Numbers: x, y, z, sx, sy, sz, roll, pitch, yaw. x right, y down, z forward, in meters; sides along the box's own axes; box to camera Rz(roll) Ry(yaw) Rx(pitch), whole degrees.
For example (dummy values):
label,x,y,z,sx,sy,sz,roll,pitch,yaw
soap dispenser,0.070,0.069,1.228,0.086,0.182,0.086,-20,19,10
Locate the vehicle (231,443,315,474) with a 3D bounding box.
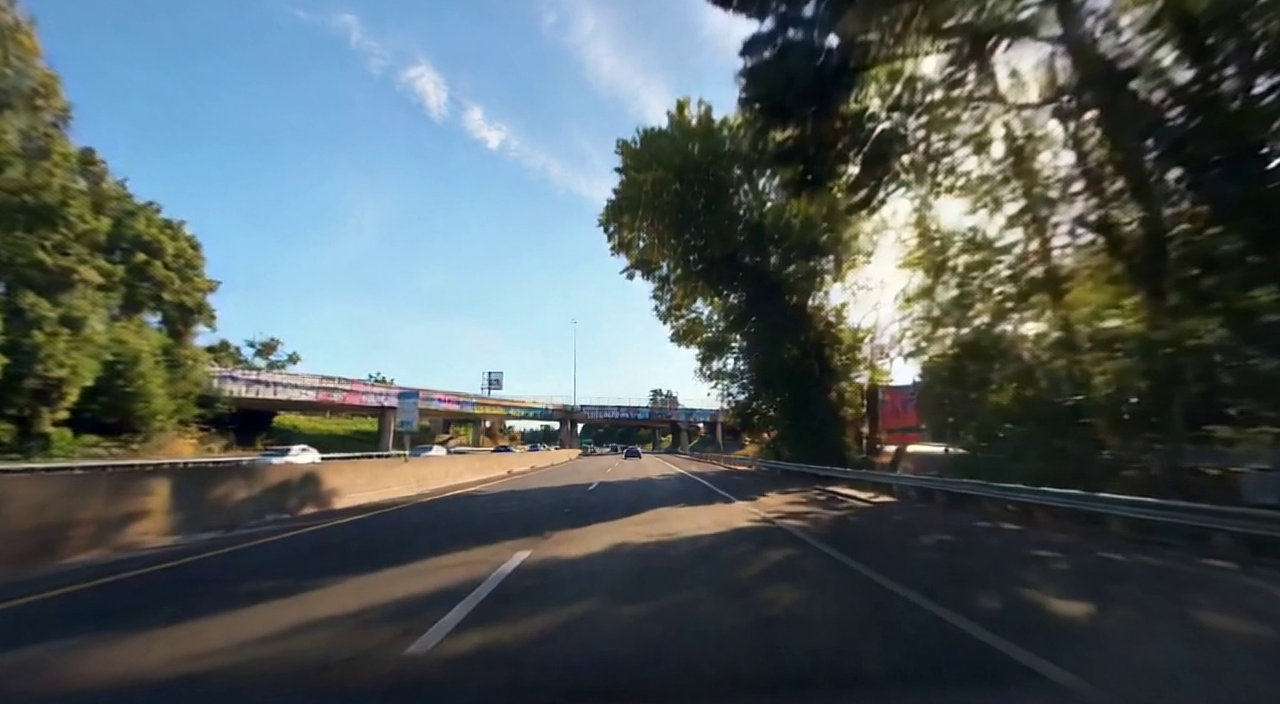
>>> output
label,x,y,z,sx,sy,sz,roll,pitch,yaw
vehicle,-18.154,5.283,31.404,1.735,1.423,4.074,0,-9,-1
